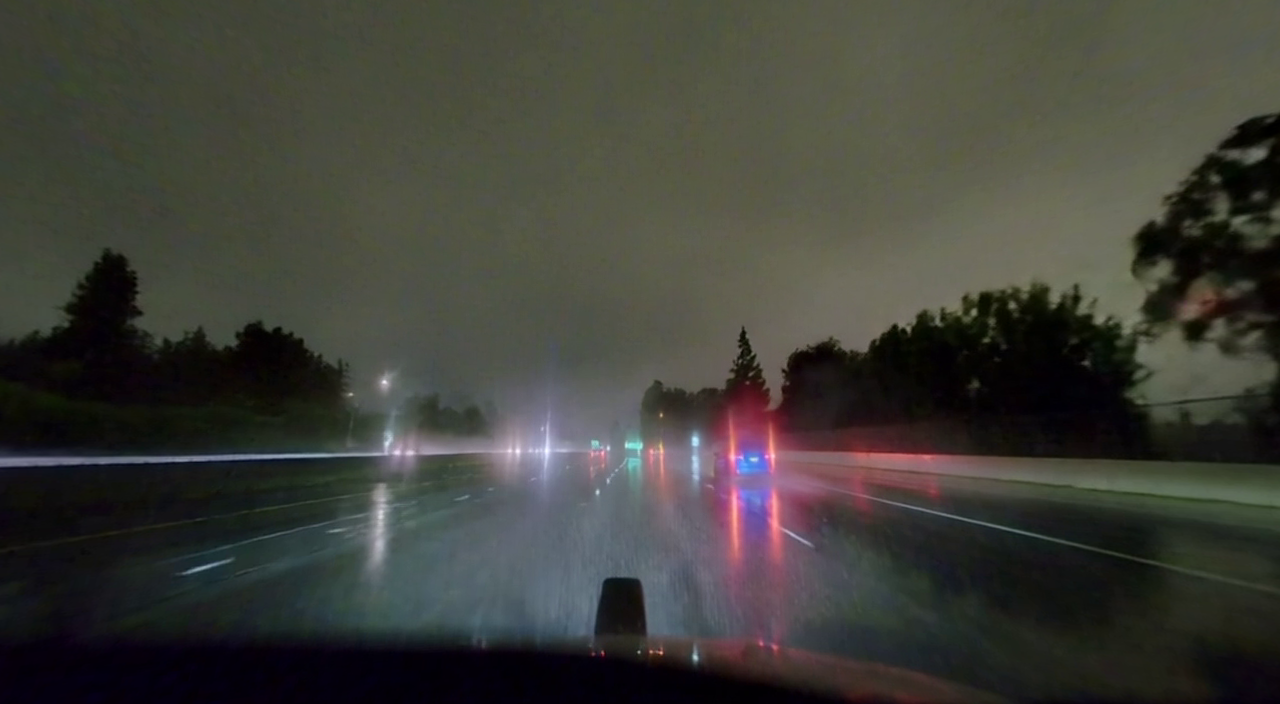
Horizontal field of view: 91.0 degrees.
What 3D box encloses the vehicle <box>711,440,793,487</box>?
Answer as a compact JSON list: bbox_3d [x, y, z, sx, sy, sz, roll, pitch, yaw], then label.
[{"bbox_3d":[3.854,3.903,22.397,2.033,1.501,4.398,0,-9,-1],"label":"vehicle"}]
